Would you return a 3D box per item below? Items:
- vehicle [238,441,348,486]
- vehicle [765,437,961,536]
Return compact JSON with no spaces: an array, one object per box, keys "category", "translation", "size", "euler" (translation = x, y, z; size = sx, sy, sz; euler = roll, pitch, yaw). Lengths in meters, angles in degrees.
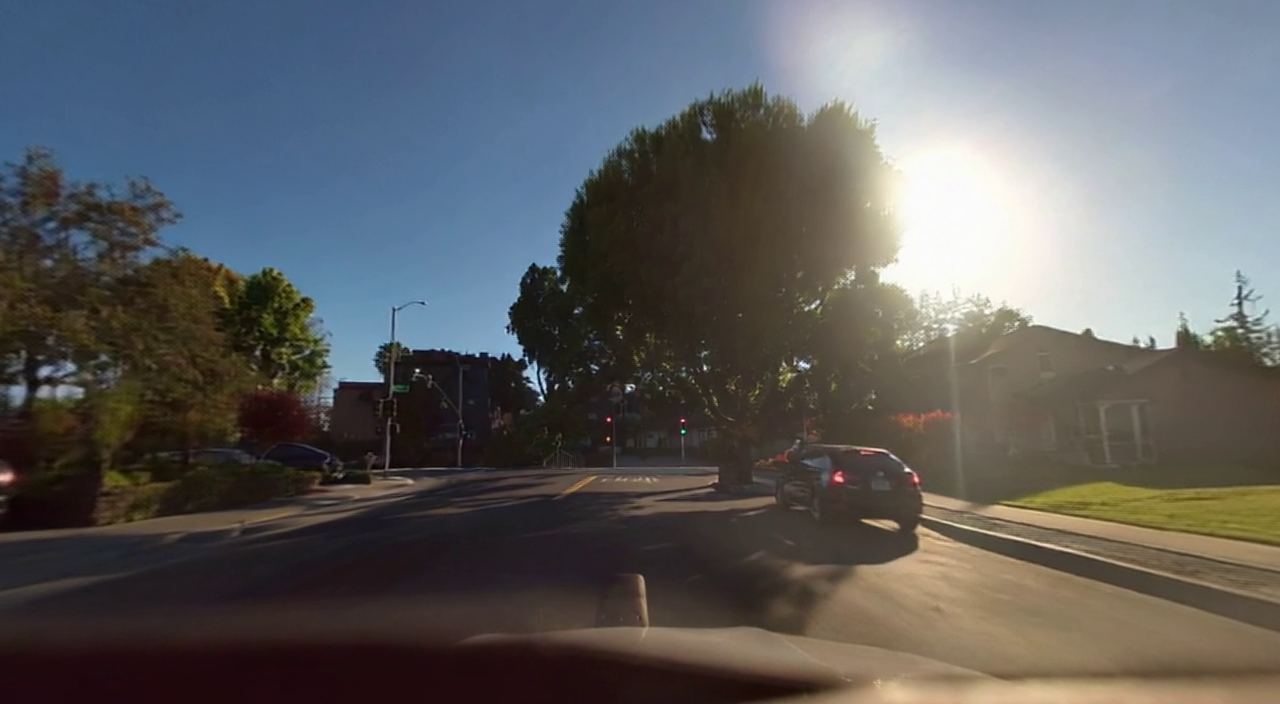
[{"category":"vehicle","translation":[-13.743,4.415,25.393],"size":[2.003,1.637,4.297],"euler":[0,-9,-1]},{"category":"vehicle","translation":[3.852,2.397,12.016],"size":[2.065,1.478,4.828],"euler":[0,-9,1]}]
